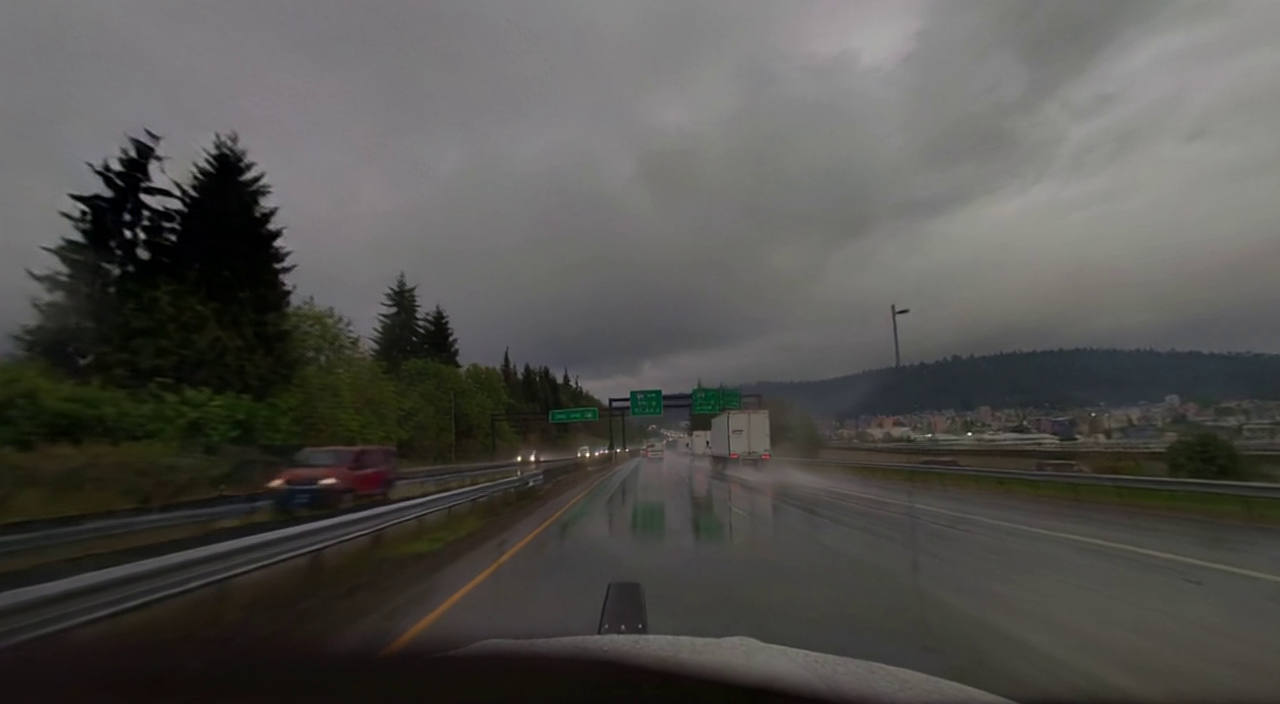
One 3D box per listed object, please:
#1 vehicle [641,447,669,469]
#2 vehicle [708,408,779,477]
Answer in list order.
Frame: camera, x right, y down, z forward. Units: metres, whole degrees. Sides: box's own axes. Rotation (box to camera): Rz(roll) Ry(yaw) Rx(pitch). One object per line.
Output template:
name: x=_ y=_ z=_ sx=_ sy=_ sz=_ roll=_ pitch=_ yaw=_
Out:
vehicle: x=1.105 y=7.845 z=46.808 sx=2.049 sy=1.500 sz=3.790 roll=0 pitch=-9 yaw=1
vehicle: x=5.448 y=4.978 z=34.478 sx=2.743 sy=3.367 sz=7.306 roll=0 pitch=-9 yaw=1
